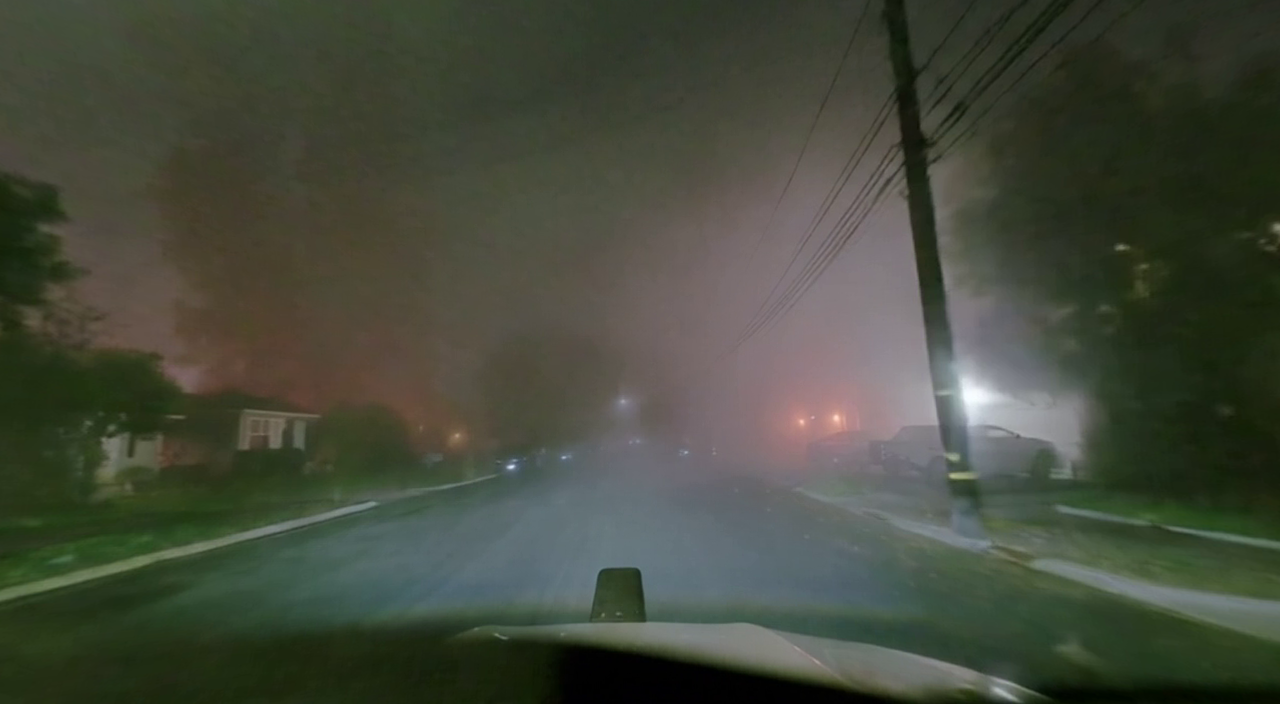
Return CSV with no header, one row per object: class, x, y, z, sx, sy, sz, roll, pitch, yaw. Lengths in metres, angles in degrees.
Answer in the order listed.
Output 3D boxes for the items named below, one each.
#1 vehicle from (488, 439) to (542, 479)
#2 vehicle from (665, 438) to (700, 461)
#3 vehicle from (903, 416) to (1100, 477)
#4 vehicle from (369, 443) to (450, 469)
vehicle,-6.331,5.435,32.412,2.035,1.736,3.955,-2,-6,-1
vehicle,3.242,7.508,48.931,2.247,1.618,4.655,2,-8,-1
vehicle,11.094,2.953,19.717,4.782,1.748,2.106,0,-8,1
vehicle,-16.275,7.364,44.782,4.706,1.681,2.389,-1,-9,5
